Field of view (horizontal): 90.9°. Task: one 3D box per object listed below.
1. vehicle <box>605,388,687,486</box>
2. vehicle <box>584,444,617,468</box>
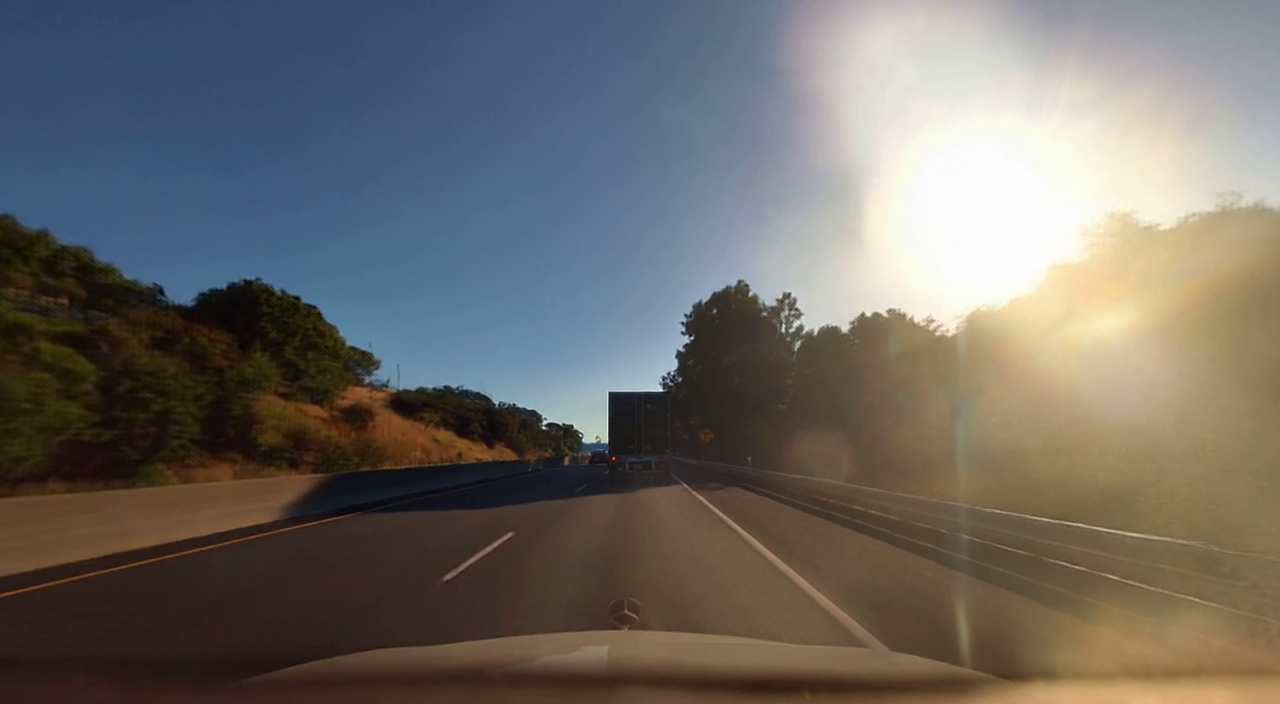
[{"bbox_3d":[0.093,3.722,27.141,2.913,3.530,8.648,0,-9,-2],"label":"vehicle"},{"bbox_3d":[-2.917,7.827,47.513,2.160,1.661,4.388,0,-9,1],"label":"vehicle"}]
